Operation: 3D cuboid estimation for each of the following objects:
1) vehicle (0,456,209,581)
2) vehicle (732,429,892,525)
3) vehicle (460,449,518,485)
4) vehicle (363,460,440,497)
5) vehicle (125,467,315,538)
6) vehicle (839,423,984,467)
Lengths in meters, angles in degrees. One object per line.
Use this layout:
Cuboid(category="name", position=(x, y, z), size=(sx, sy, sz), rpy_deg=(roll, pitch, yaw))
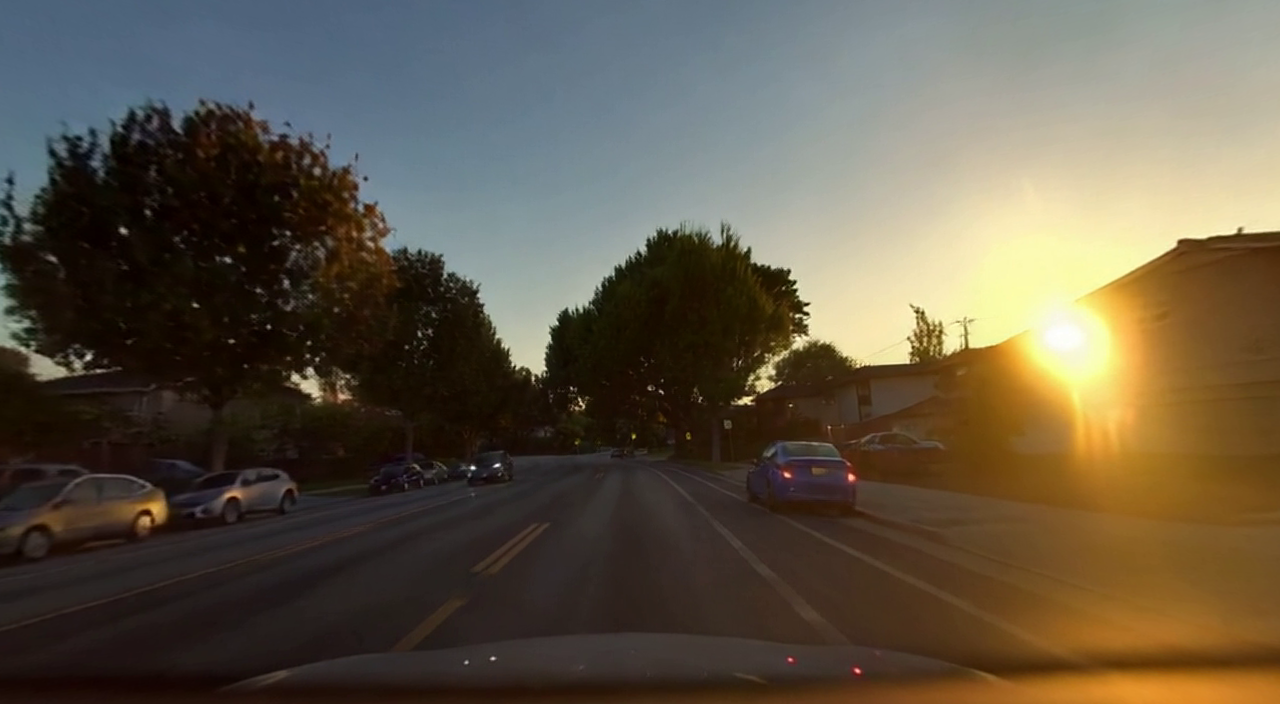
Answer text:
Cuboid(category="vehicle", position=(-11.017, 2.967, 12.128), size=(2.293, 1.836, 4.586), rpy_deg=(0, -9, -2))
Cuboid(category="vehicle", position=(3.687, 2.799, 14.859), size=(2.176, 1.793, 5.534), rpy_deg=(0, -9, 0))
Cuboid(category="vehicle", position=(-7.670, 5.852, 32.493), size=(2.090, 1.724, 4.270), rpy_deg=(1, -9, -2))
Cuboid(category="vehicle", position=(-11.102, 5.920, 29.795), size=(1.922, 1.496, 4.598), rpy_deg=(0, -9, -1))
Cuboid(category="vehicle", position=(-11.081, 3.959, 17.199), size=(1.958, 1.493, 4.671), rpy_deg=(0, -9, 0))
Cuboid(category="vehicle", position=(12.495, 4.349, 29.464), size=(5.437, 1.931, 2.837), rpy_deg=(0, -9, 1))
